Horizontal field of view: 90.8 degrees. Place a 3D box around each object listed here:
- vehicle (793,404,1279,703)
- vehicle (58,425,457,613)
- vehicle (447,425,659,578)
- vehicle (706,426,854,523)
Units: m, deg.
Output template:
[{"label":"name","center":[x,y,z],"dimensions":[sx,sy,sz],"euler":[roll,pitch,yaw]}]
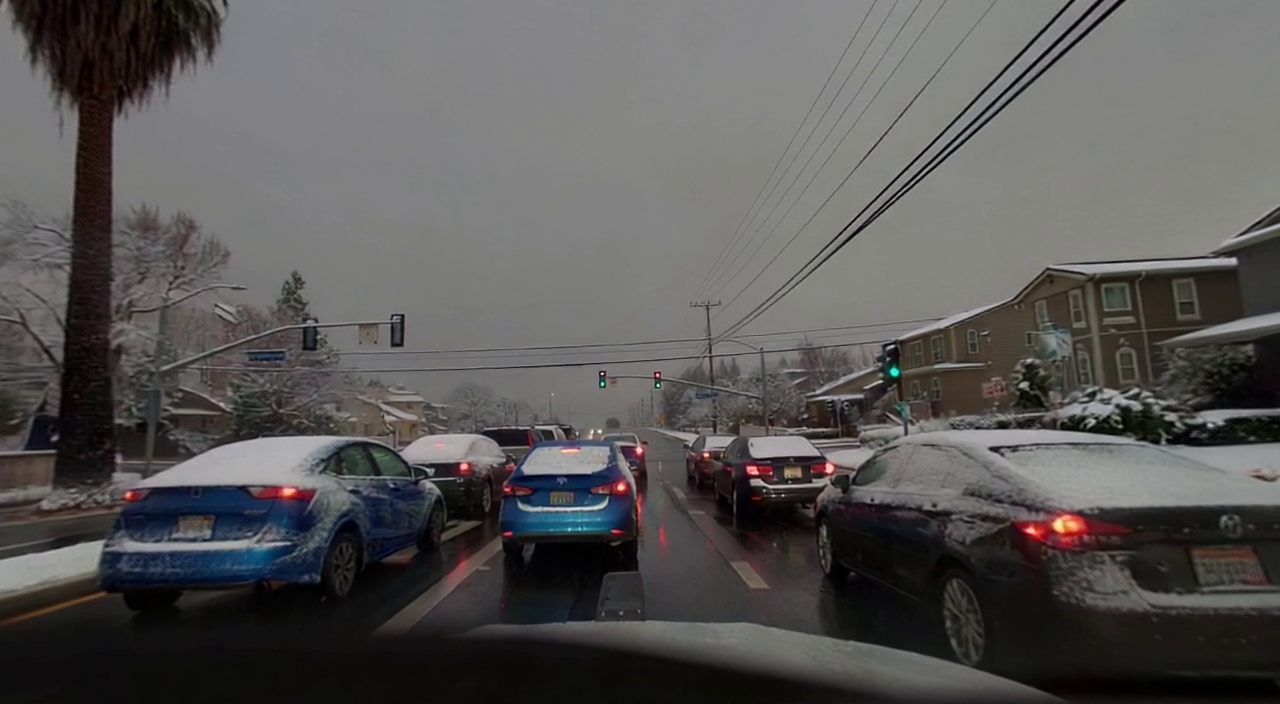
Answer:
[{"label":"vehicle","center":[2.766,1.274,4.838],"dimensions":[2.014,1.464,4.312],"euler":[0,-9,-1]},{"label":"vehicle","center":[-3.712,1.668,7.372],"dimensions":[2.058,1.474,4.473],"euler":[0,-9,-3]},{"label":"vehicle","center":[-0.944,1.782,8.292],"dimensions":[2.104,1.500,3.815],"euler":[0,-9,-3]},{"label":"vehicle","center":[2.589,2.384,12.826],"dimensions":[1.956,1.615,4.205],"euler":[0,-9,-1]}]
